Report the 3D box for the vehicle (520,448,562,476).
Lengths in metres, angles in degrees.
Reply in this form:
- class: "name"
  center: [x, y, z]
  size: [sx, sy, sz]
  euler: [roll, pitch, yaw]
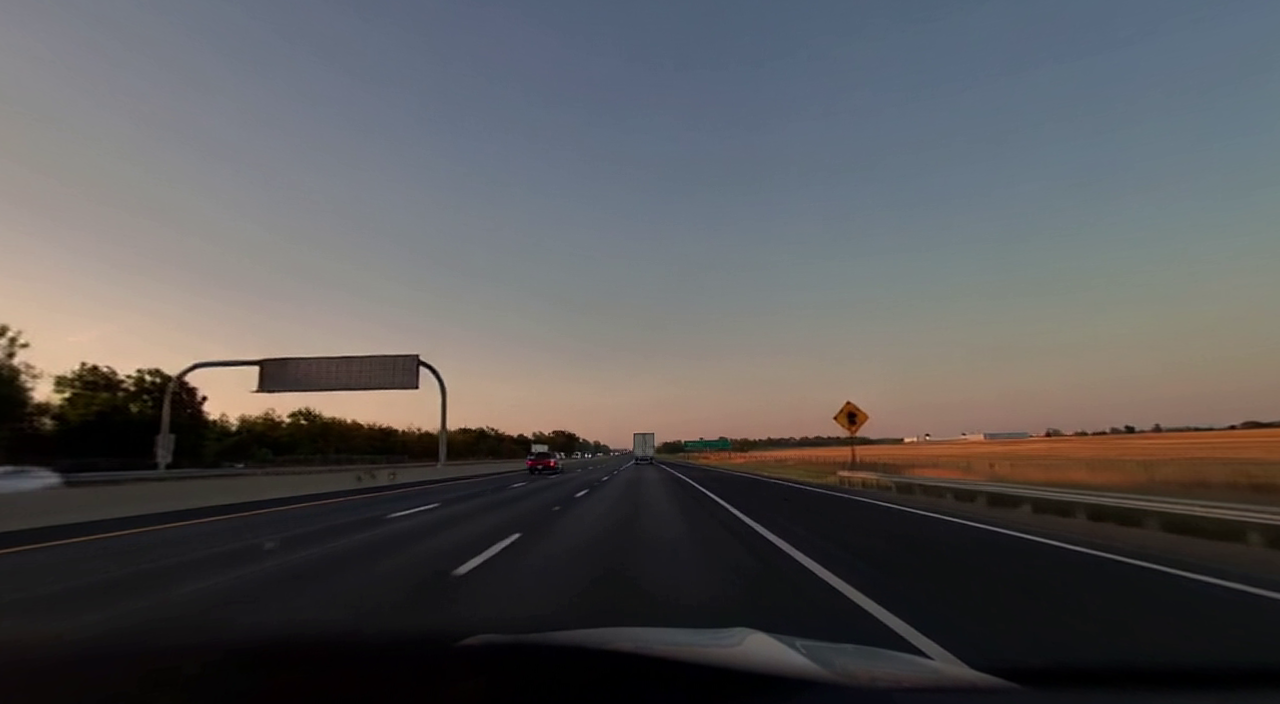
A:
- class: "vehicle"
  center: [-6.719, 7.542, 43.431]
  size: [2.052, 1.817, 4.744]
  euler: [0, -9, 1]
